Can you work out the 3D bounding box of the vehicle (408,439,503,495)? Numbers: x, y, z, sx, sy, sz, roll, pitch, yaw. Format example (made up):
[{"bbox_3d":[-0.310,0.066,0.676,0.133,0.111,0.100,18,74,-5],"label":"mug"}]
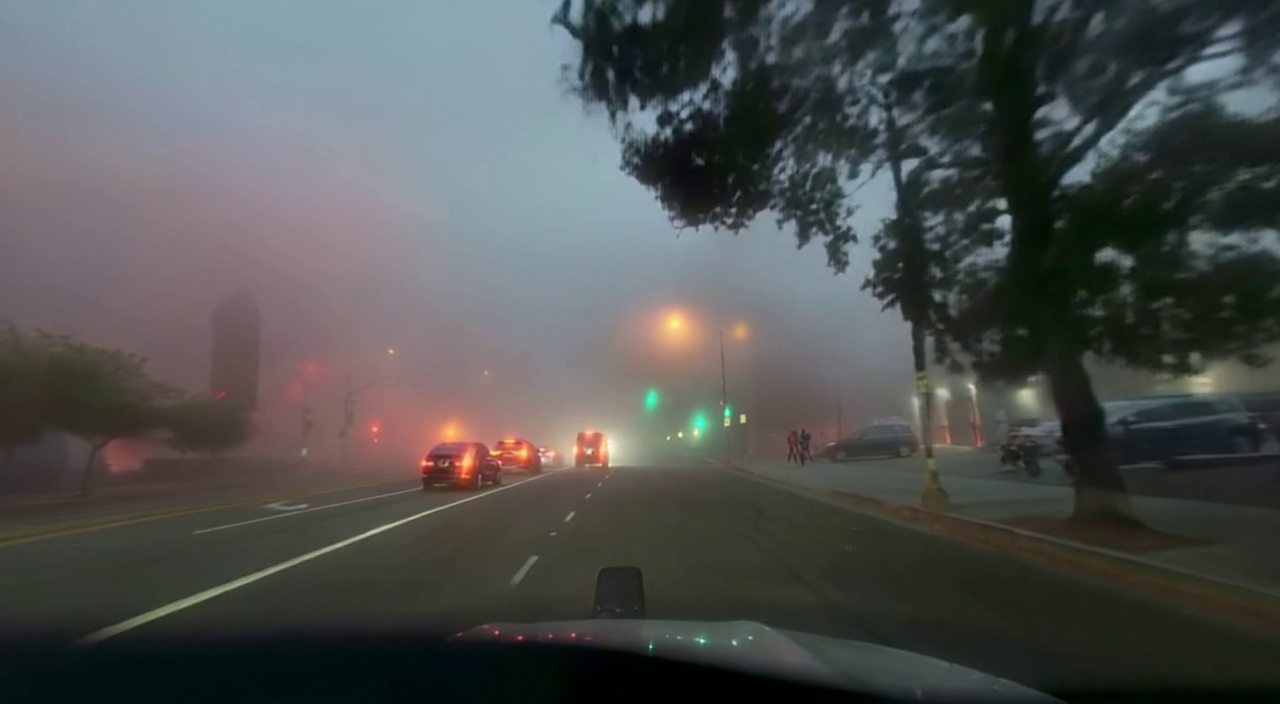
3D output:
[{"bbox_3d":[-5.693,3.570,19.977,1.889,1.572,3.599,0,-8,0],"label":"vehicle"}]

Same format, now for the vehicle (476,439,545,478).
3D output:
[{"bbox_3d":[-5.936,4.932,29.577,2.228,1.652,4.593,0,-8,0],"label":"vehicle"}]

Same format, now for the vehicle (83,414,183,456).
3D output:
[{"bbox_3d":[-25.720,4.248,32.116,3.572,2.012,1.872,-2,-8,7],"label":"vehicle"}]

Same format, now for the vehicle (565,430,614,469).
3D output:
[{"bbox_3d":[-2.948,5.841,38.060,2.496,2.155,5.468,0,-8,0],"label":"vehicle"}]
